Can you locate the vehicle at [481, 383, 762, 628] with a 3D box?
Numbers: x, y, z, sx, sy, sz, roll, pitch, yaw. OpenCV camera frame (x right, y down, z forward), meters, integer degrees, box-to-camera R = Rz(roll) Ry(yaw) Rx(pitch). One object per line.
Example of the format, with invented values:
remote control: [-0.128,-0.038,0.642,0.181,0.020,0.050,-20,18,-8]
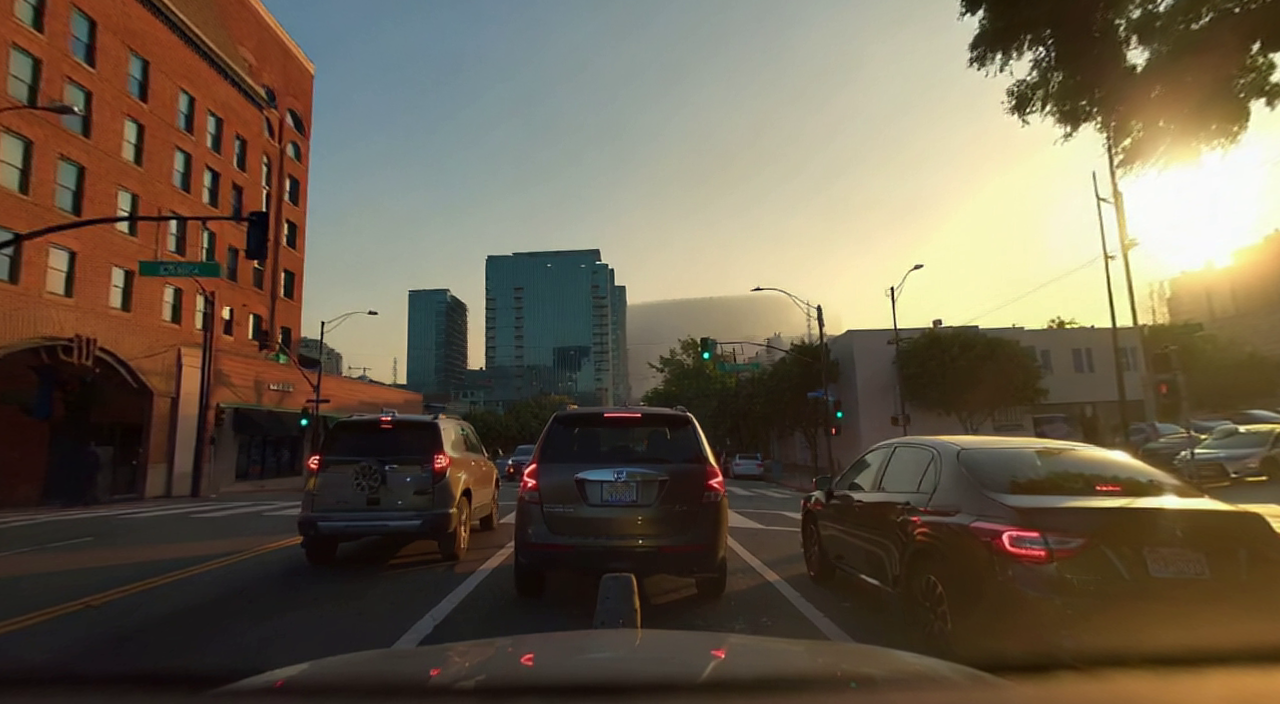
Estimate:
vehicle: [-0.127,1.492,7.109,2.105,1.842,4.537,0,-8,0]

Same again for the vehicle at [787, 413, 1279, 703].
vehicle: [2.582,1.307,4.804,1.852,1.462,4.155,0,-8,-1]

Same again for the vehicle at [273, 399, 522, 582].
vehicle: [-2.826,1.703,8.533,1.855,1.812,4.244,0,-8,-3]
